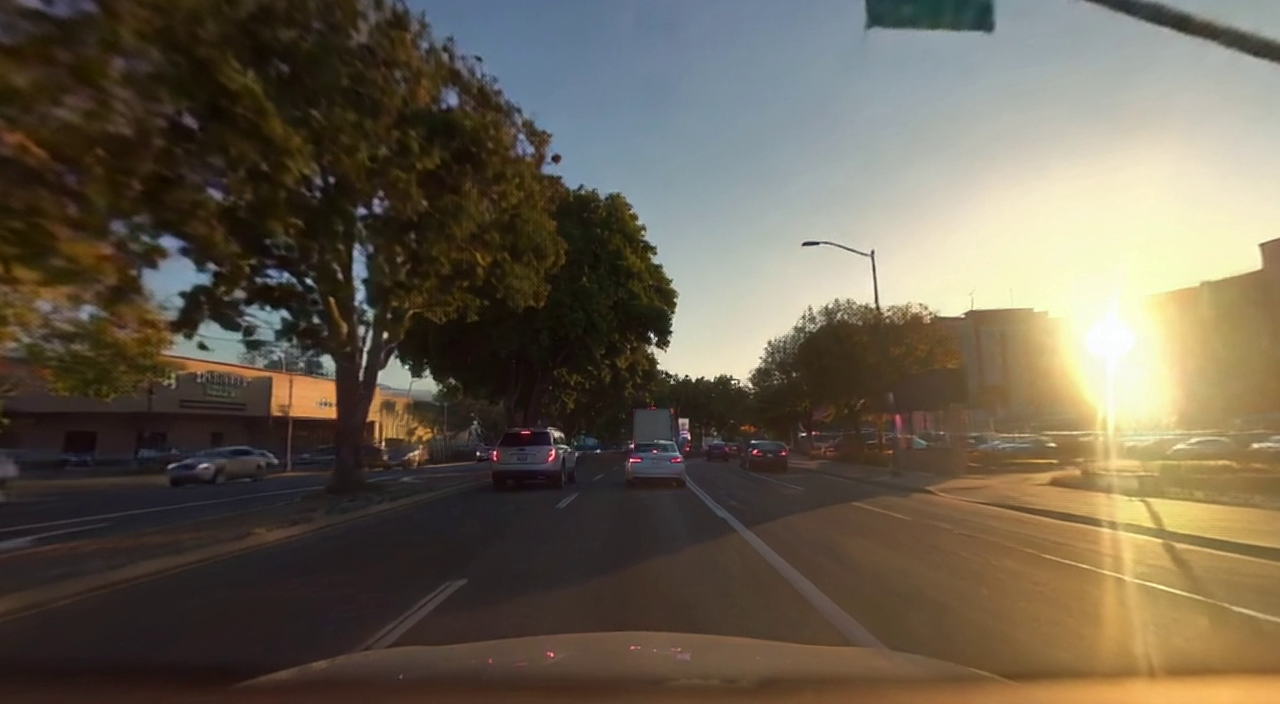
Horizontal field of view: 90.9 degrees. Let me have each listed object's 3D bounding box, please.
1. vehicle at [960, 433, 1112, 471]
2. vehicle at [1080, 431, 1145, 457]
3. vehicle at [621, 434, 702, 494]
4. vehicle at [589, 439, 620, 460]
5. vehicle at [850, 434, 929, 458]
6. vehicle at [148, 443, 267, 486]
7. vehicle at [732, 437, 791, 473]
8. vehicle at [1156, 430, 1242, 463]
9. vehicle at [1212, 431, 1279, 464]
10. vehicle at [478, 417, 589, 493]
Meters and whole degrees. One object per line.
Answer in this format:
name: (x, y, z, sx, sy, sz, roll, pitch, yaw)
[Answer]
vehicle: (15.605, 3.952, 25.006, 4.756, 1.422, 1.831, 0, -8, -1)
vehicle: (28.871, 5.611, 38.485, 3.799, 1.541, 1.747, 5, -10, -31)
vehicle: (0.563, 3.131, 18.002, 2.061, 1.494, 4.079, 0, -8, 1)
vehicle: (-2.581, 7.204, 46.625, 1.902, 1.522, 3.523, -1, -8, 3)
vehicle: (16.368, 6.186, 41.517, 4.323, 1.496, 1.937, 0, -8, -1)
vehicle: (-18.560, 4.812, 27.344, 1.945, 1.666, 4.478, 0, -8, 0)
vehicle: (5.525, 4.728, 29.117, 1.900, 1.507, 4.151, 0, -8, 0)
vehicle: (28.481, 4.792, 32.099, 4.207, 1.443, 1.889, 3, -9, -30)
vehicle: (28.438, 4.393, 29.071, 3.873, 1.429, 1.765, 5, -10, -30)
vehicle: (-2.962, 3.041, 18.900, 2.289, 1.935, 5.227, 0, -8, 1)
